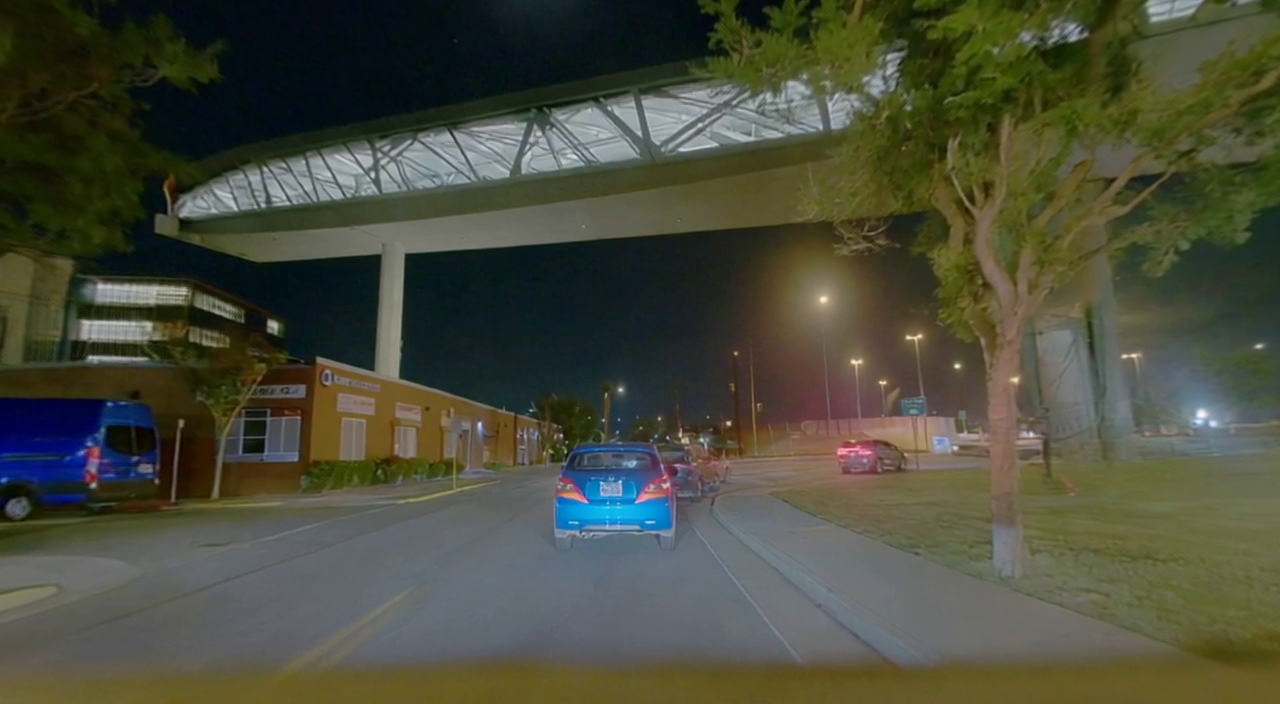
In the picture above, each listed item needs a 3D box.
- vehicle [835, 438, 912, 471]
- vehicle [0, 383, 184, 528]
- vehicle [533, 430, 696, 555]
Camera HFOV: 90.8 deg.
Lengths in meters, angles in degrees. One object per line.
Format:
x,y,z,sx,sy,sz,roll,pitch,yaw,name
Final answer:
14.075,6.155,38.050,4.425,1.828,2.032,5,-10,-33,vehicle
-13.537,2.190,13.542,5.356,2.762,2.644,0,-9,1,vehicle
-0.261,2.157,10.493,2.087,1.578,4.652,0,-9,2,vehicle
